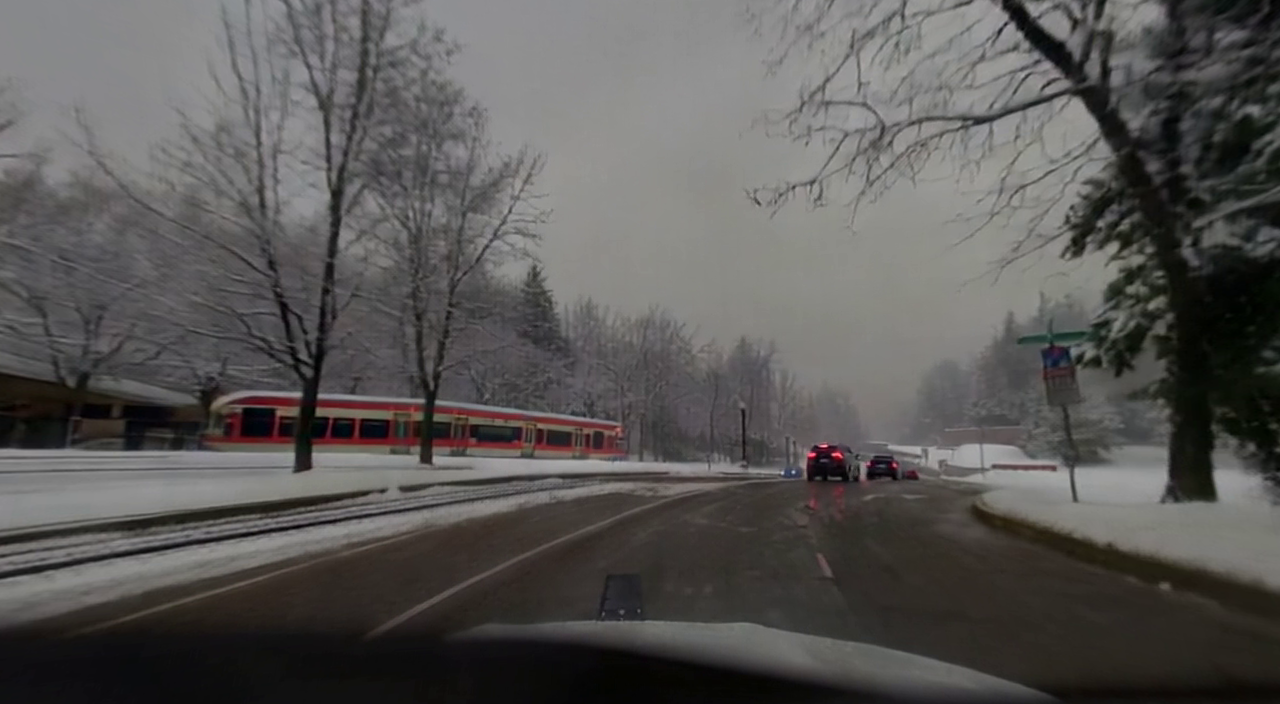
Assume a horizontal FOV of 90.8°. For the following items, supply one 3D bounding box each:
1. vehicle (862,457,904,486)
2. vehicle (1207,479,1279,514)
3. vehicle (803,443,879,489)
[{"bbox_3d":[16.269,7.928,42.191,2.010,1.725,4.320,-5,-10,27],"label":"vehicle"},{"bbox_3d":[29.820,6.848,30.011,4.118,1.477,1.691,0,-8,-2],"label":"vehicle"},{"bbox_3d":[8.567,4.738,26.699,2.263,1.765,4.237,-5,-10,27],"label":"vehicle"}]
